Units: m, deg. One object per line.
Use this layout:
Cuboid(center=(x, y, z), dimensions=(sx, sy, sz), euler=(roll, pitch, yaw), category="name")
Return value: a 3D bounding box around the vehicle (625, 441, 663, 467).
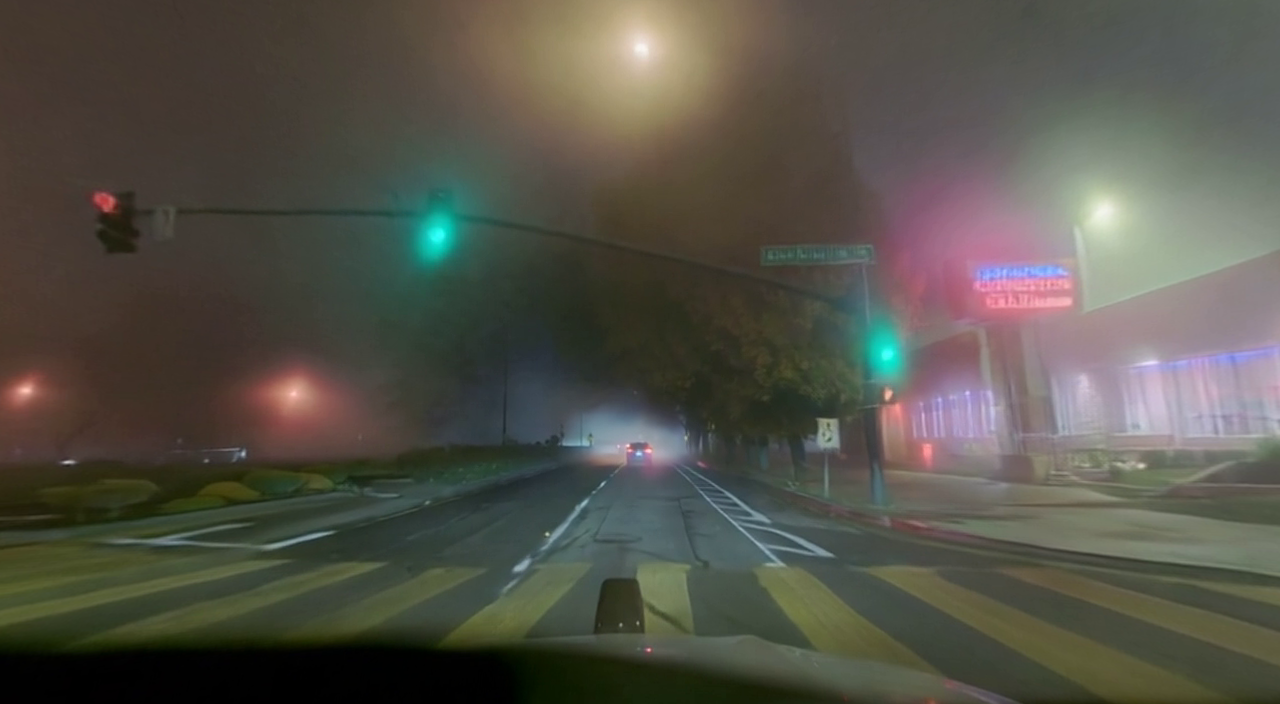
Cuboid(center=(0.231, 6.104, 38.002), dimensions=(2.115, 1.461, 3.976), euler=(0, -9, 0), category="vehicle")
